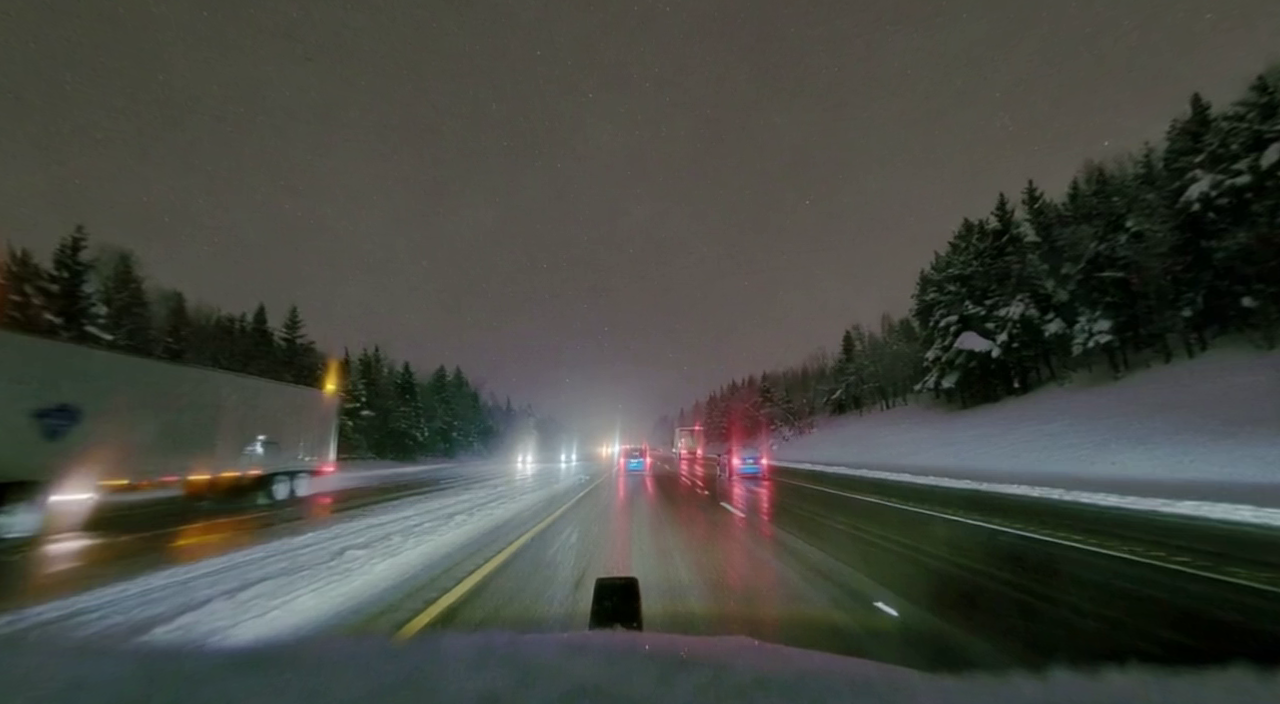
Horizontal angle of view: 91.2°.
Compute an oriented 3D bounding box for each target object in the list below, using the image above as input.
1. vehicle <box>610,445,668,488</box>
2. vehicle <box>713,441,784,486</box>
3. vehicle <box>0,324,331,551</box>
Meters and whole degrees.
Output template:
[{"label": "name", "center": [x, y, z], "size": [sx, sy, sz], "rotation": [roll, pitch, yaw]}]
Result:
[{"label": "vehicle", "center": [-0.031, 4.387, 24.344], "size": [2.066, 1.490, 3.759], "rotation": [-1, -9, 0]}, {"label": "vehicle", "center": [4.041, 4.222, 24.069], "size": [1.953, 1.540, 4.101], "rotation": [-1, -9, 0]}, {"label": "vehicle", "center": [-13.218, 2.238, 15.732], "size": [2.989, 4.089, 16.109], "rotation": [-1, -9, -1]}]
